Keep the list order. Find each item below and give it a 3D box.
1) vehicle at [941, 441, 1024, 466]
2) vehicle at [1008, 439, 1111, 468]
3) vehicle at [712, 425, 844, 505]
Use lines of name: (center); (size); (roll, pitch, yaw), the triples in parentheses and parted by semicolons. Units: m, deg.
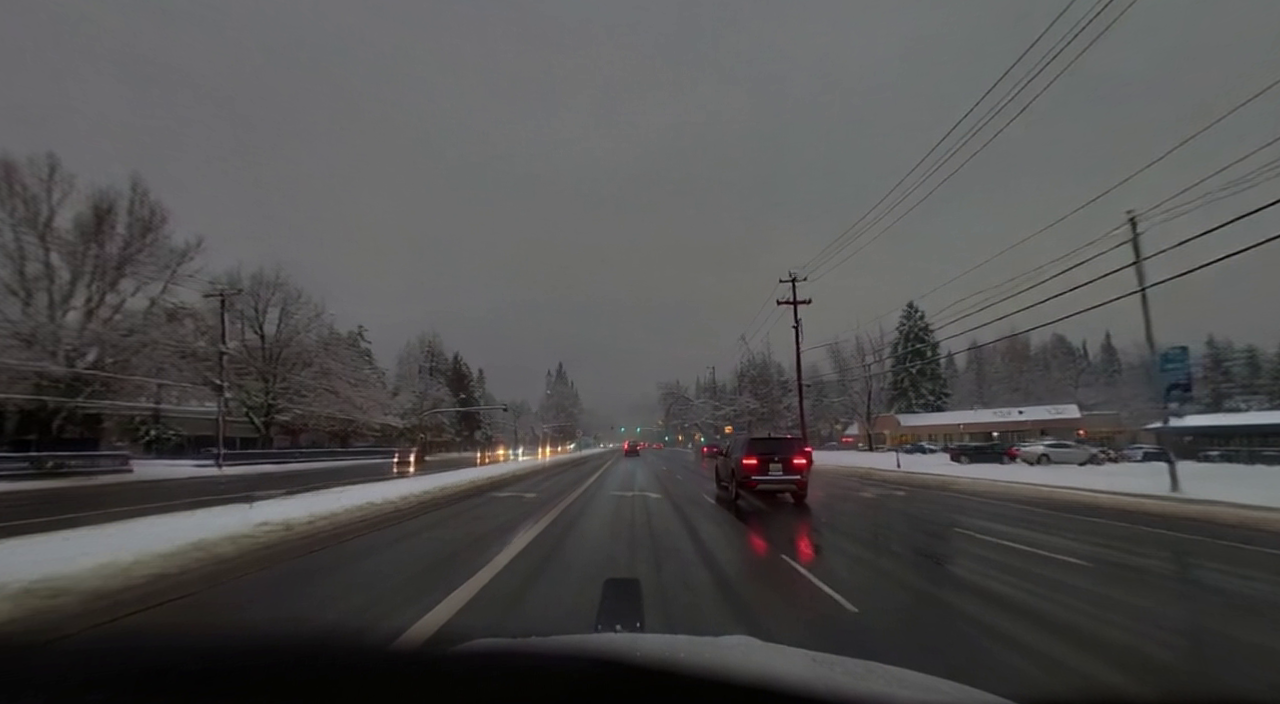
vehicle: (24.852, 7.375, 46.011); (4.798, 1.699, 2.039); (0, -9, 1)
vehicle: (24.641, 5.982, 37.217); (4.599, 1.647, 1.924); (0, -9, 1)
vehicle: (3.209, 2.738, 15.684); (2.128, 1.699, 4.222); (0, -9, -3)
